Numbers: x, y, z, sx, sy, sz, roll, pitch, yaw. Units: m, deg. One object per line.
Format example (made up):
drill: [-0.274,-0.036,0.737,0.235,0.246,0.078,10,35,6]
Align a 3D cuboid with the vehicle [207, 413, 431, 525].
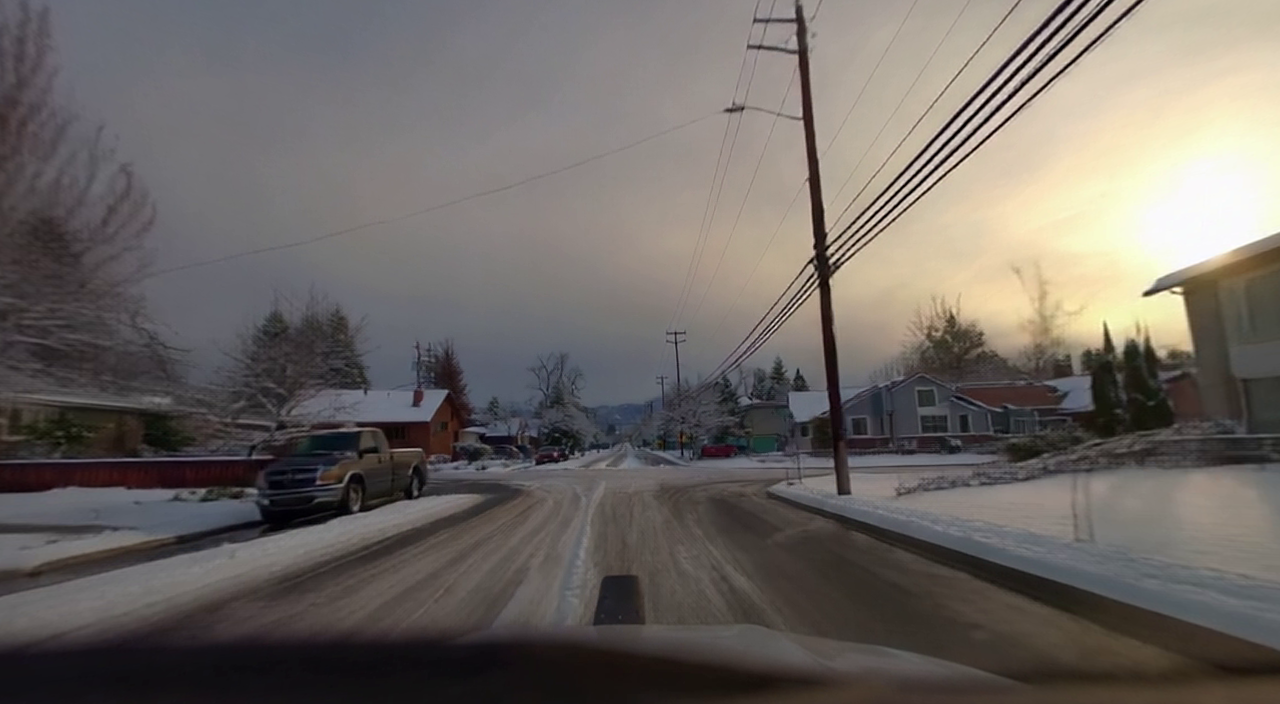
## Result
vehicle: [-7.446,2.851,15.788,2.739,2.164,6.065,-1,-9,-4]
